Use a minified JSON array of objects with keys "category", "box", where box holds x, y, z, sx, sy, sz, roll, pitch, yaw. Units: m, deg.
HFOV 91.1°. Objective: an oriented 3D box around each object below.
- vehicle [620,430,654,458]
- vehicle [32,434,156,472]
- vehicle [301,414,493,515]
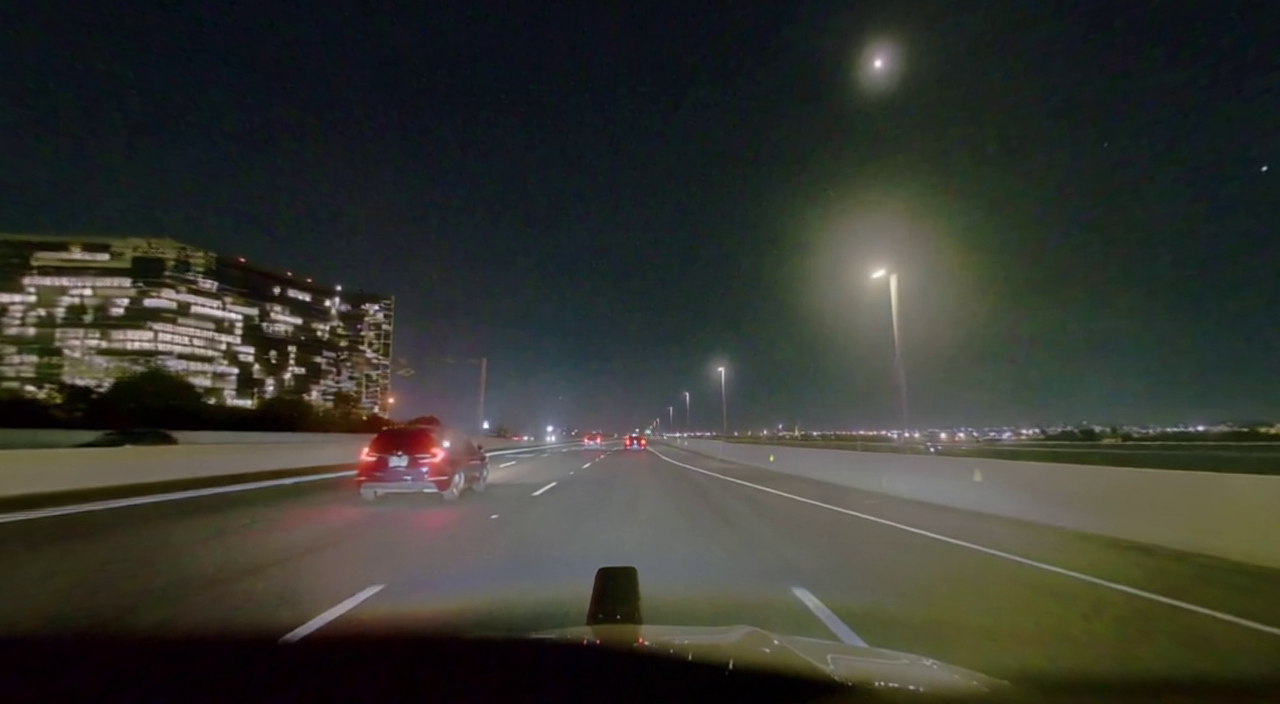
[{"category":"vehicle","box":[-0.207,5.669,38.829,2.036,1.637,4.009,0,-8,-1]},{"category":"vehicle","box":[-23.596,4.360,27.404,1.803,1.491,3.941,0,-8,1]},{"category":"vehicle","box":[-4.457,2.128,12.442,2.036,1.612,4.510,0,-8,-1]}]
